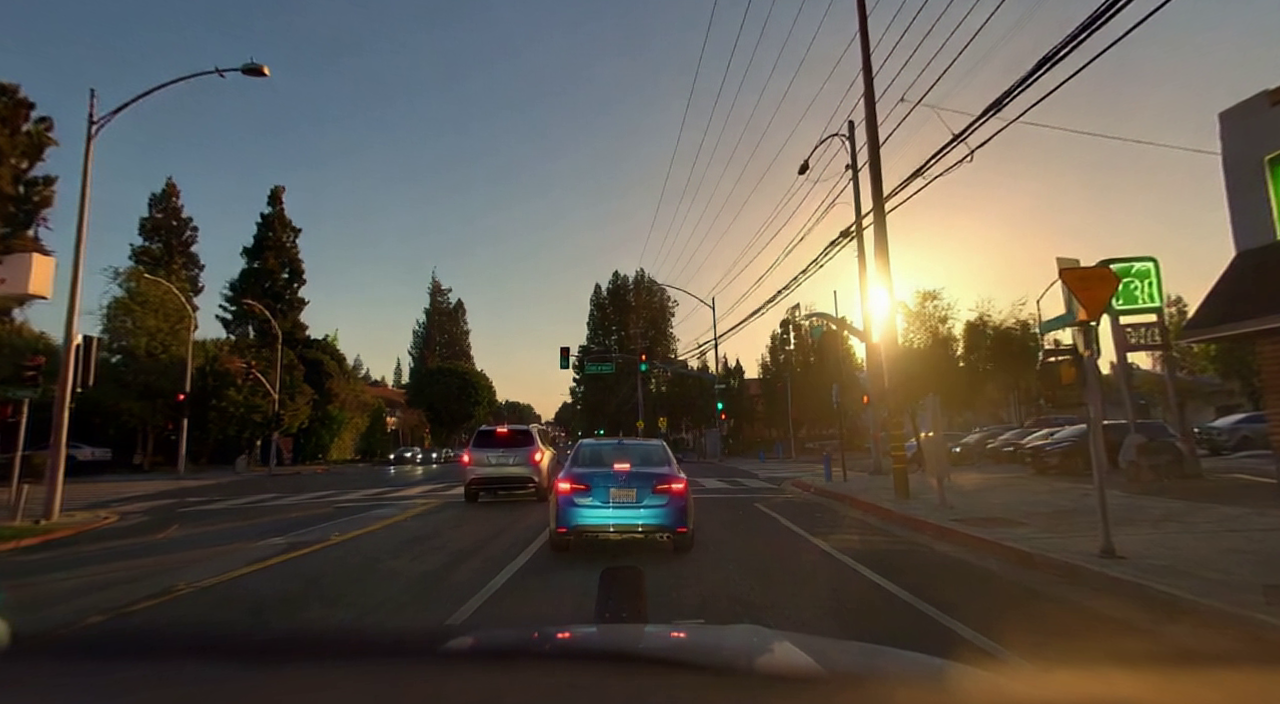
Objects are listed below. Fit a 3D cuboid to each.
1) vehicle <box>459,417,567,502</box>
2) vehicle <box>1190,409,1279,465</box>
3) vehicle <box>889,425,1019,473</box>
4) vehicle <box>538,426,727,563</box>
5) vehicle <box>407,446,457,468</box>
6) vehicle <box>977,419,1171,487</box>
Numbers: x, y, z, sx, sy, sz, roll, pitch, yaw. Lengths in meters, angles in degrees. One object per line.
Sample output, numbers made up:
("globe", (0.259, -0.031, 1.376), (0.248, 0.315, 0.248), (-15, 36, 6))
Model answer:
("vehicle", (-3.050, 2.689, 16.140), (2.106, 1.852, 4.512), (0, -8, -4))
("vehicle", (18.720, 2.550, 18.809), (4.446, 1.511, 1.977), (4, -10, -29))
("vehicle", (10.645, 3.343, 21.839), (1.842, 1.471, 4.481), (1, -8, -6))
("vehicle", (-0.151, 1.874, 9.097), (2.070, 1.481, 4.216), (0, -8, -2))
("vehicle", (-15.551, 7.807, 46.994), (2.111, 1.511, 4.641), (6, -10, -36))
("vehicle", (10.539, 2.494, 15.811), (1.888, 1.455, 4.268), (0, -8, 1))
